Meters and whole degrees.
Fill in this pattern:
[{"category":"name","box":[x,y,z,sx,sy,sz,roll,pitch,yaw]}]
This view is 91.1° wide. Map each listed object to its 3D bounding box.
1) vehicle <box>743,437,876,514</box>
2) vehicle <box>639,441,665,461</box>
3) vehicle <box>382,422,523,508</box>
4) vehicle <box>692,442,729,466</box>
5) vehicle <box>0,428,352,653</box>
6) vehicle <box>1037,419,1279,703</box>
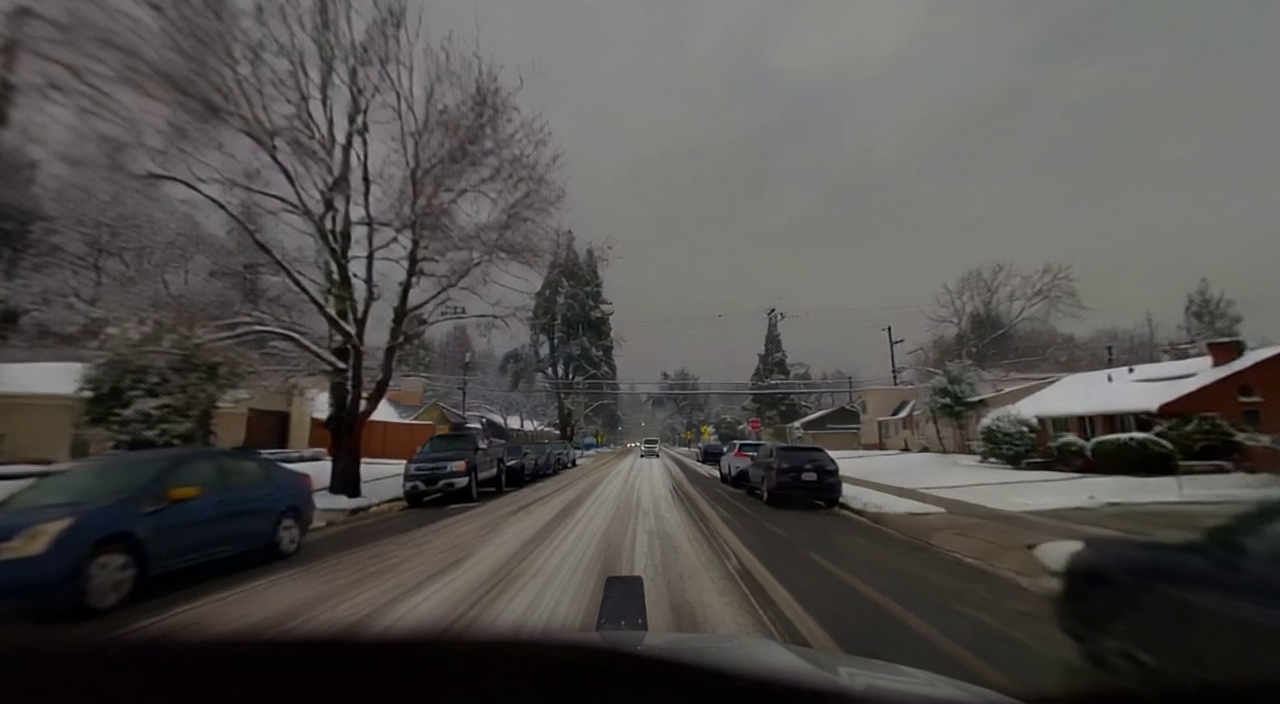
[{"category":"vehicle","box":[3.759,2.809,14.901,1.987,1.518,4.686,0,-8,2]},{"category":"vehicle","box":[0.944,7.795,49.636,2.010,1.499,4.107,0,-8,1]},{"category":"vehicle","box":[-4.685,2.899,16.612,2.162,1.857,4.758,2,-8,1]},{"category":"vehicle","box":[4.528,6.609,40.817,1.876,1.477,4.324,0,-8,0]},{"category":"vehicle","box":[-5.198,1.616,6.713,1.872,1.515,4.535,1,-8,3]},{"category":"vehicle","box":[3.600,0.937,1.883,1.871,1.514,4.553,0,-8,1]}]
